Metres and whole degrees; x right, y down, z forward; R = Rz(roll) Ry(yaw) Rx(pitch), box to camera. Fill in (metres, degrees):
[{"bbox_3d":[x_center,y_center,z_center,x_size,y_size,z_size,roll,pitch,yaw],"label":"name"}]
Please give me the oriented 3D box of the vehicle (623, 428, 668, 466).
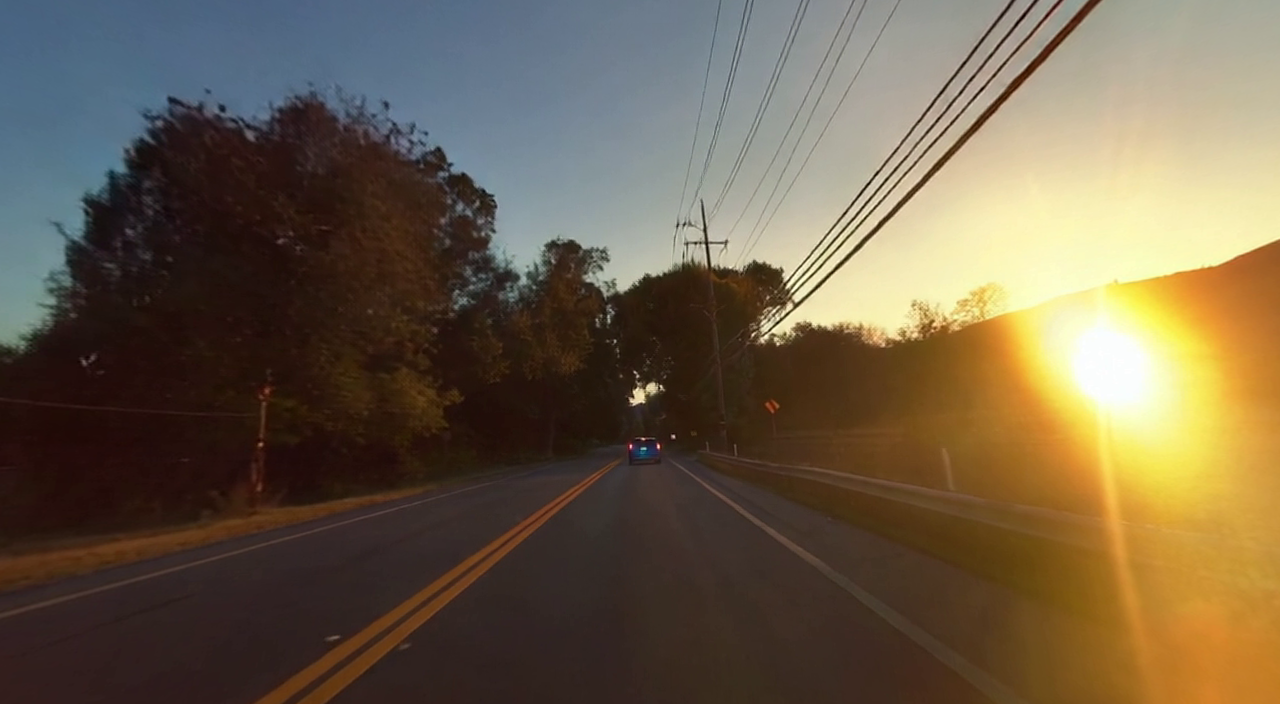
[{"bbox_3d":[0.299,5.582,37.038,2.468,2.056,4.422,0,-8,0],"label":"vehicle"}]
